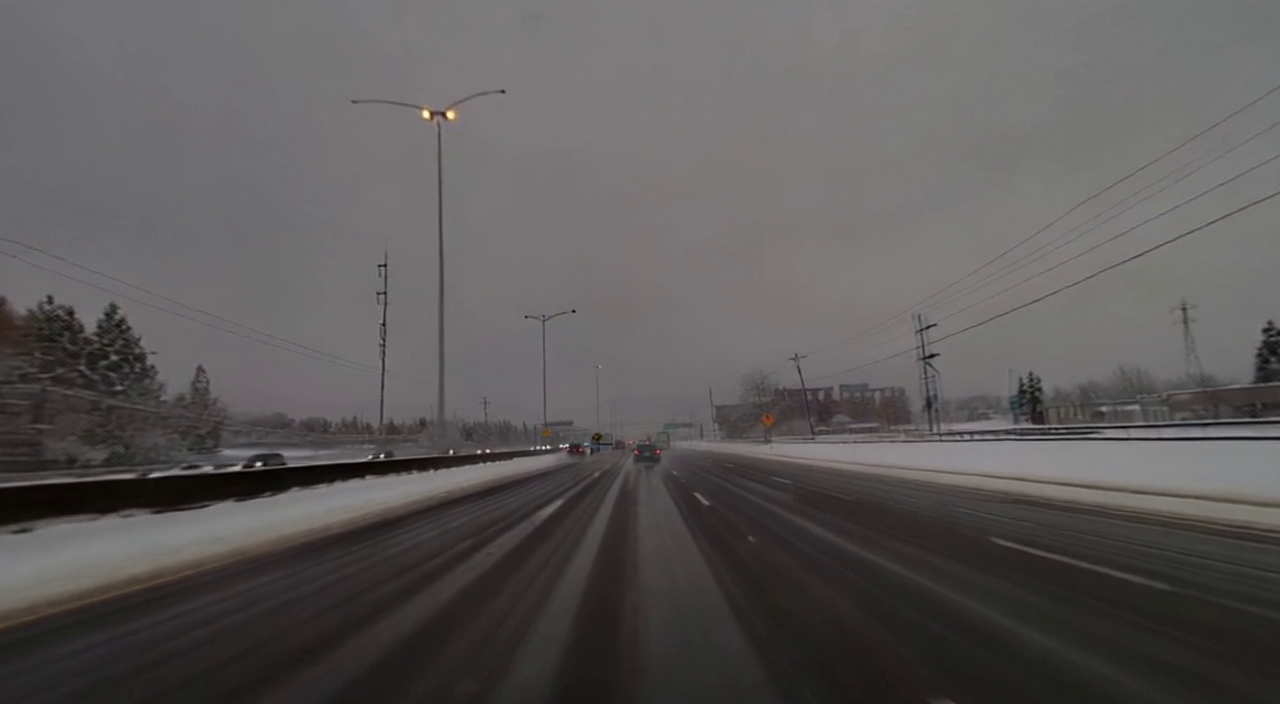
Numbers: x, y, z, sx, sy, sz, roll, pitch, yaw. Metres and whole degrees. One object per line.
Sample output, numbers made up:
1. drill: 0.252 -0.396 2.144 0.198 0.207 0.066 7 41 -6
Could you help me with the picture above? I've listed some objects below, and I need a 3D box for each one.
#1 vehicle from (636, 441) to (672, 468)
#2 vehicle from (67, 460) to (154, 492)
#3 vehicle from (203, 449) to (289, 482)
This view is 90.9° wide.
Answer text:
1. vehicle: 0.752 5.846 36.267 1.891 1.444 3.968 -1 -8 0
2. vehicle: -26.788 6.260 32.035 1.522 1.356 3.346 -1 -8 0
3. vehicle: -20.205 5.805 32.516 1.865 1.501 3.752 -1 -8 3
